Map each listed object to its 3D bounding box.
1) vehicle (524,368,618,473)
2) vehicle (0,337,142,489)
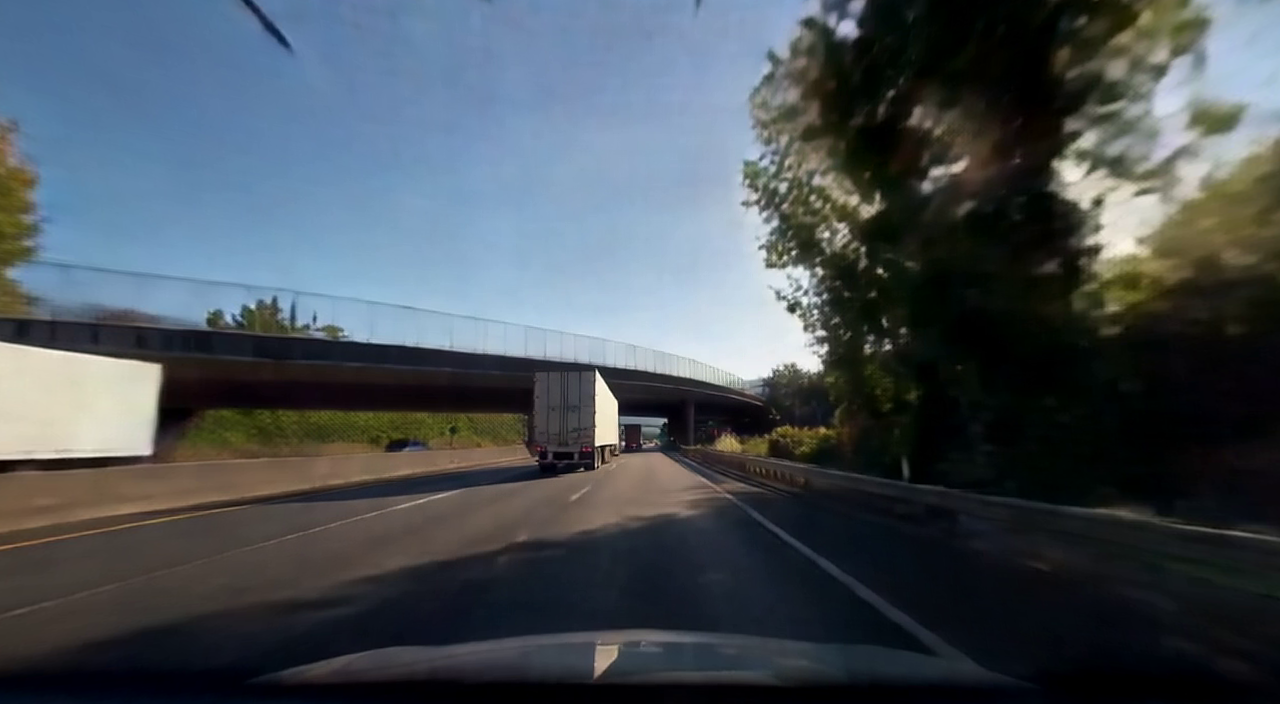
[{"bbox_3d":[-2.912,3.649,31.459,2.947,4.051,14.256,0,-8,1],"label":"vehicle"},{"bbox_3d":[-18.609,1.251,14.213,2.937,4.009,14.253,0,-8,1],"label":"vehicle"}]
